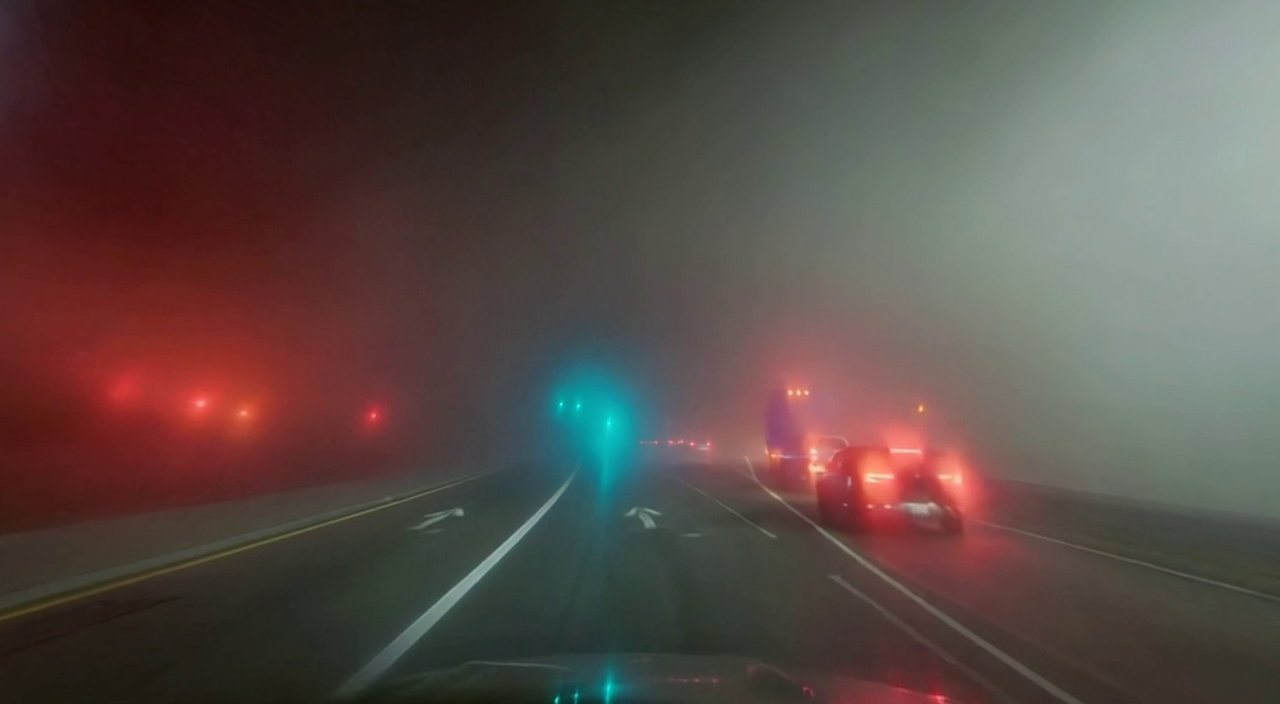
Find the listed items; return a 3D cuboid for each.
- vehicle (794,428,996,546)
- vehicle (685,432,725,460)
[{"bbox_3d":[3.764,2.024,10.142,1.947,1.475,3.962,-1,-8,6],"label":"vehicle"},{"bbox_3d":[4.395,6.401,42.978,1.917,1.748,4.003,0,-8,-6],"label":"vehicle"}]
